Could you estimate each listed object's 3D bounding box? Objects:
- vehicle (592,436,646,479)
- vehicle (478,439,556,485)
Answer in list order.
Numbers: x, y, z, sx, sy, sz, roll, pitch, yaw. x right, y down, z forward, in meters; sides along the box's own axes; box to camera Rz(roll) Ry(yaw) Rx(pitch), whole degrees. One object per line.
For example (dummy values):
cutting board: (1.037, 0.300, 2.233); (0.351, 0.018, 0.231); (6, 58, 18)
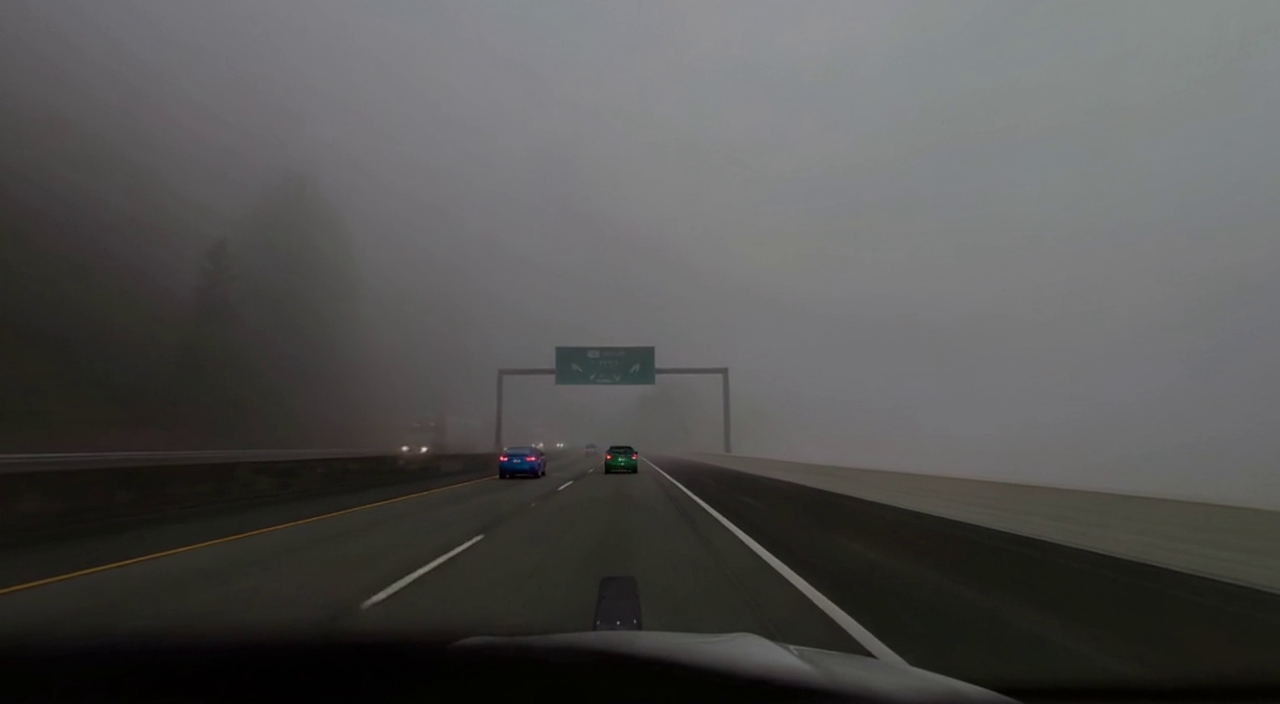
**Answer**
vehicle: (-0.915, 4.666, 27.939); (2.220, 1.711, 4.056); (0, -9, -1)
vehicle: (-4.718, 4.301, 24.811); (2.103, 1.588, 4.709); (-1, -9, 0)
